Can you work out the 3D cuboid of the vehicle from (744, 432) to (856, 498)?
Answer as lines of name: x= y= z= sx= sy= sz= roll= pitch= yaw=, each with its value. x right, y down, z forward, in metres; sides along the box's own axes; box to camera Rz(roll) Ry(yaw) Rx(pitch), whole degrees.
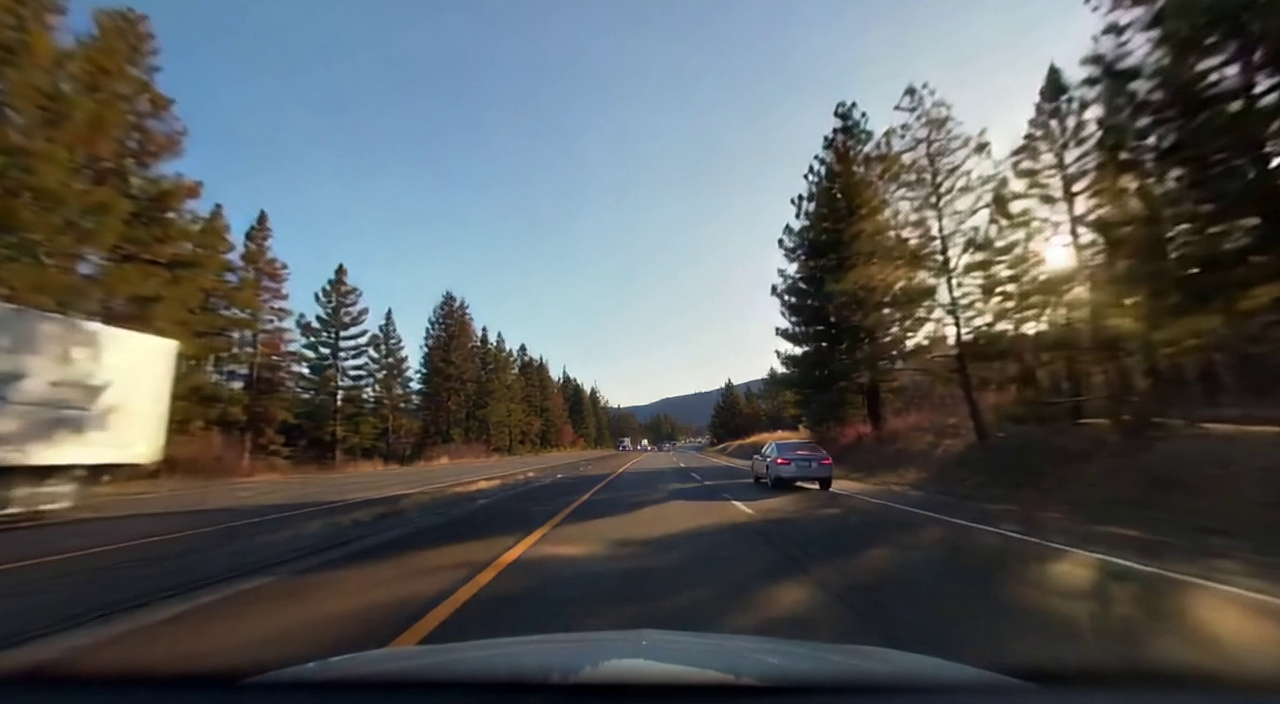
vehicle: x=4.583 y=3.315 z=18.967 sx=2.098 sy=1.703 sz=4.862 roll=0 pitch=-8 yaw=0

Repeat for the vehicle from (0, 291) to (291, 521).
vehicle: x=-13.234 y=1.186 z=12.909 sx=2.910 sy=4.204 sz=16.031 roll=0 pitch=-8 yaw=1
